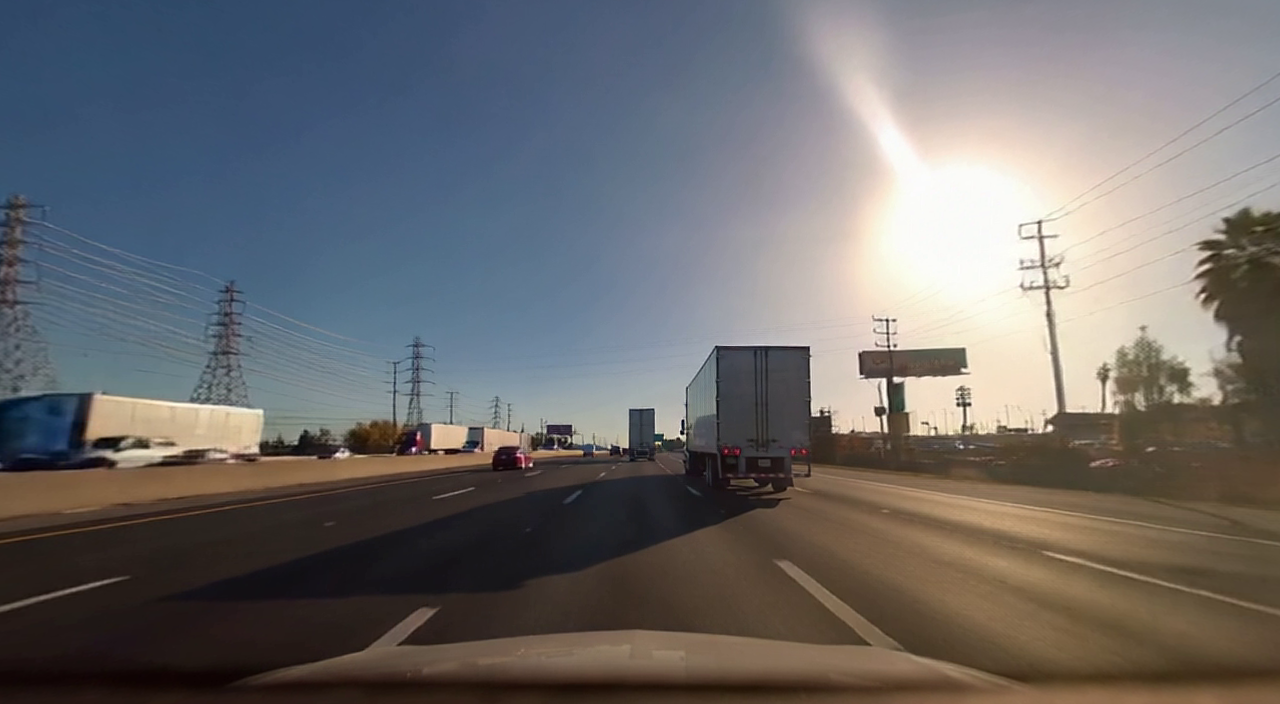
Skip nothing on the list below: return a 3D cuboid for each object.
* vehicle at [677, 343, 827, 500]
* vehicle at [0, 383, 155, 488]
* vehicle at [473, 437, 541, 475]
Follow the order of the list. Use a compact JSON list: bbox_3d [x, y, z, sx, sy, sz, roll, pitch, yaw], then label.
[{"bbox_3d":[3.450,3.073,25.137,2.892,4.152,16.575,0,-9,0],"label":"vehicle"},{"bbox_3d":[-24.741,3.477,25.874,2.894,3.754,8.528,0,-9,0],"label":"vehicle"},{"bbox_3d":[-7.308,5.796,35.457,2.425,1.917,5.647,-1,-9,1],"label":"vehicle"}]
